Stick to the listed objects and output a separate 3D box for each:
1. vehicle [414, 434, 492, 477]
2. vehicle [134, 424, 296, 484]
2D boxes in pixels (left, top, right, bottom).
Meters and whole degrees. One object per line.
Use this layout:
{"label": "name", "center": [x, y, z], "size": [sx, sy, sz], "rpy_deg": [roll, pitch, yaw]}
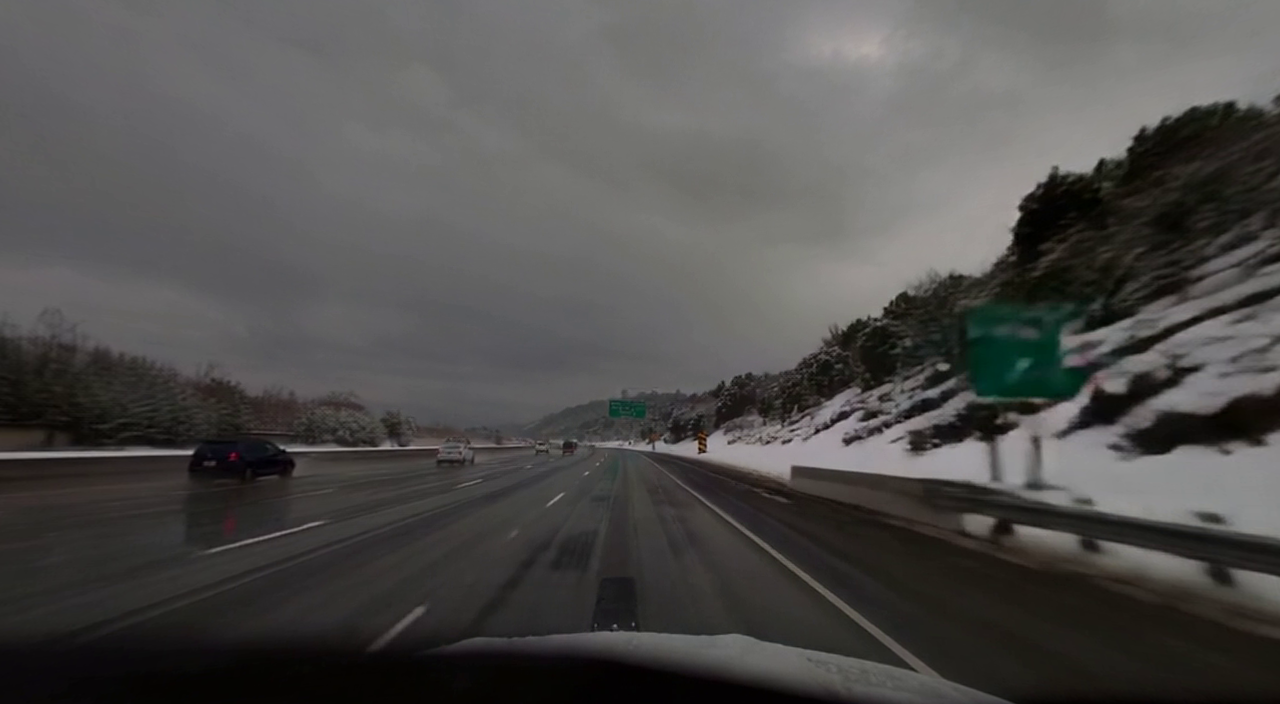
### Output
{"label": "vehicle", "center": [-8.038, 4.488, 27.596], "size": [2.104, 1.715, 4.319], "rpy_deg": [0, -9, -1]}
{"label": "vehicle", "center": [-15.450, 3.764, 23.491], "size": [2.240, 1.953, 5.452], "rpy_deg": [0, -9, -1]}
